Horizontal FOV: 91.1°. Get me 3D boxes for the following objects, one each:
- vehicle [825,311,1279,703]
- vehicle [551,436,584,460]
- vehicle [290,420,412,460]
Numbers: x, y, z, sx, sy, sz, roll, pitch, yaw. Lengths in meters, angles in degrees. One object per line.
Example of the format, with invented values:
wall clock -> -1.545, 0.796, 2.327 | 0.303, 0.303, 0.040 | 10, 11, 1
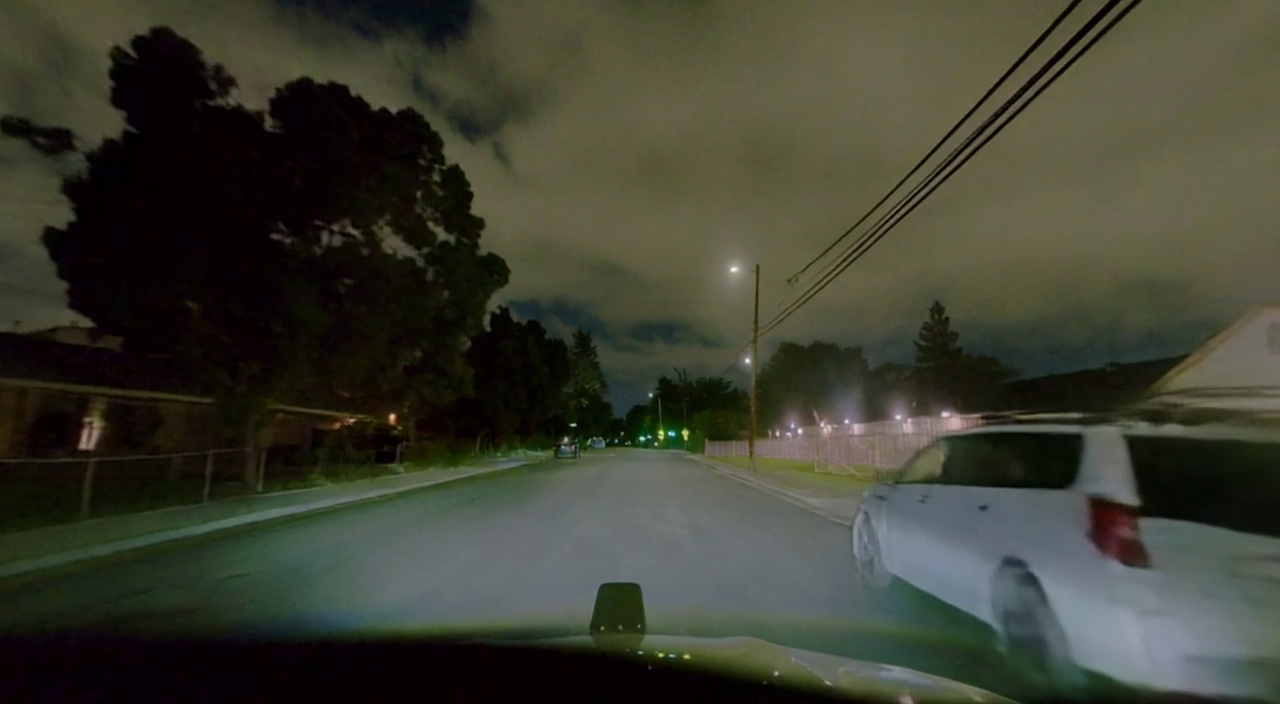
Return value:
vehicle -> 3.230, 1.183, 4.774 | 2.122, 1.997, 4.800 | 0, -8, -1
vehicle -> -5.641, 7.535, 49.374 | 1.998, 1.742, 4.210 | 0, -8, 1
vehicle -> -14.197, 4.362, 31.064 | 4.928, 1.844, 2.163 | 1, -8, -3
